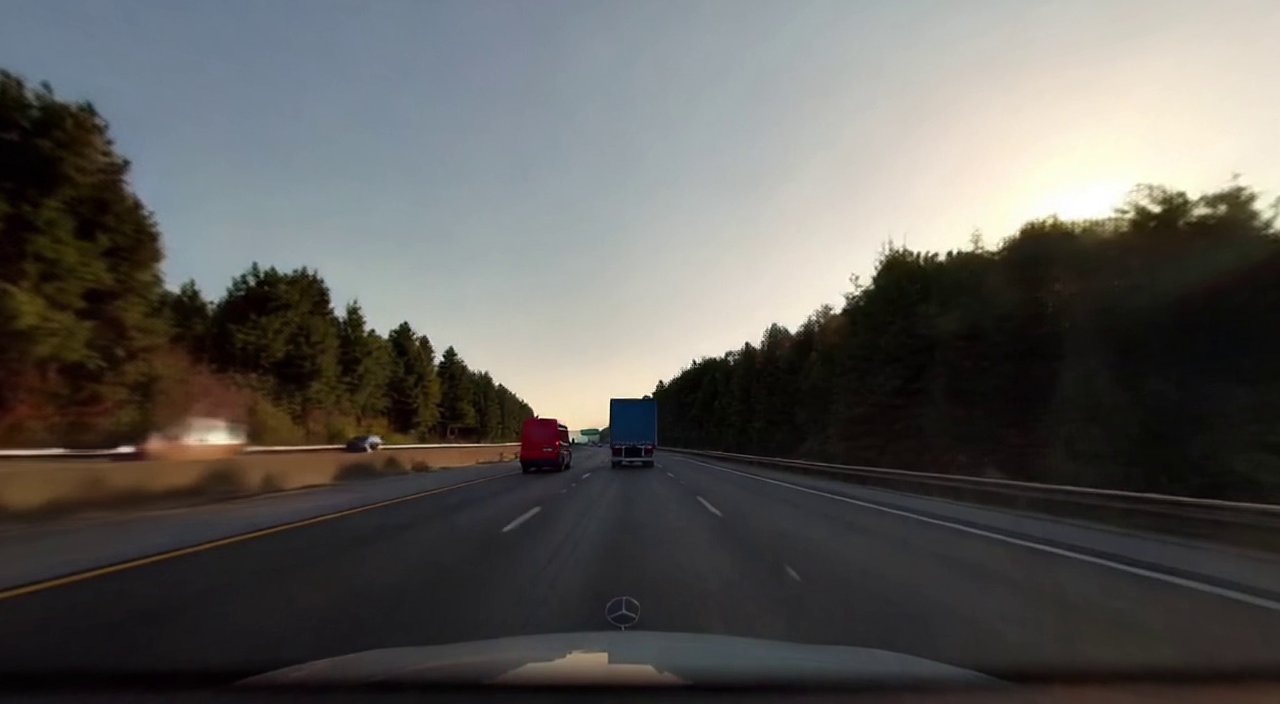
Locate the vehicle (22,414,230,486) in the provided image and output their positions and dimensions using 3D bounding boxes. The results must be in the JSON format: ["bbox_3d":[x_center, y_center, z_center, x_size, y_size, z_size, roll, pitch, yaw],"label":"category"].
[{"bbox_3d":[-13.089,2.556,16.496,1.994,1.636,4.057,0,-9,0],"label":"vehicle"}]

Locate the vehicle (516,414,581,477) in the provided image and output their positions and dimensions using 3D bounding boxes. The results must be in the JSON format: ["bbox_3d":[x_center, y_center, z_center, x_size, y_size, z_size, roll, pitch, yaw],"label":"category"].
[{"bbox_3d":[-4.395,4.680,31.426,2.357,2.786,6.144,0,-9,-1],"label":"vehicle"}]

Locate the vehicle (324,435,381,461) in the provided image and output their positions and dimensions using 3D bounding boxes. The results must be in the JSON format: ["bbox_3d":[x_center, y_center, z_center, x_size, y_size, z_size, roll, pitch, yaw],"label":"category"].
[{"bbox_3d":[-17.475,5.891,38.524,1.757,1.478,3.711,0,-9,-1],"label":"vehicle"}]

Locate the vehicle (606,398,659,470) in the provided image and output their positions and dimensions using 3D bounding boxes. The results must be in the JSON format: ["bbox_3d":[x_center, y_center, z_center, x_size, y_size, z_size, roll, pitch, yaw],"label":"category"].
[{"bbox_3d":[-0.448,5.436,40.667,2.995,4.036,10.311,0,-9,0],"label":"vehicle"}]
